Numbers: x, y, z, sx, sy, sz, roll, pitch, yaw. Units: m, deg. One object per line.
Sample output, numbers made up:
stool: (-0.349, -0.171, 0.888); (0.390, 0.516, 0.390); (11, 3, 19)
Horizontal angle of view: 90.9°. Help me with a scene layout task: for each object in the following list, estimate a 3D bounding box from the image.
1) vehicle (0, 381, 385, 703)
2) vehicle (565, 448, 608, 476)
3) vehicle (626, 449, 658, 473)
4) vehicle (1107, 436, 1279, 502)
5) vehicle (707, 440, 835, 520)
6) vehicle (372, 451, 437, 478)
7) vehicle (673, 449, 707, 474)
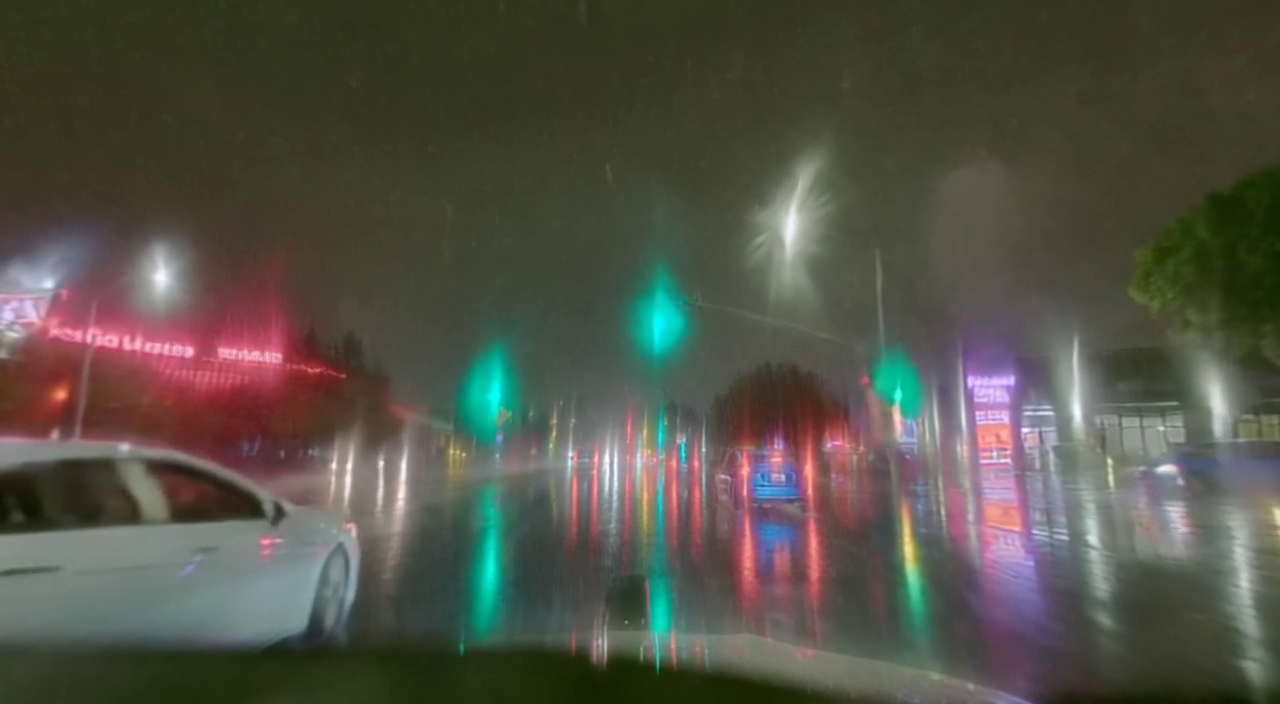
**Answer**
vehicle: (-3.006, 0.968, 2.257); (2.032, 1.639, 5.037); (0, -8, 1)
vehicle: (-3.106, 6.428, 37.113); (2.040, 1.471, 4.211); (-1, -8, 2)
vehicle: (0.093, 7.286, 42.267); (2.070, 1.460, 4.118); (0, -8, -1)
vehicle: (16.092, 3.156, 17.324); (4.637, 1.654, 2.277); (0, -8, -1)
vehicle: (2.769, 2.790, 14.354); (1.946, 1.513, 4.133); (0, -8, -1)
vehicle: (-14.361, 6.855, 38.742); (2.119, 1.477, 4.548); (-1, -8, 1)
vehicle: (3.411, 7.562, 43.749); (1.931, 1.552, 4.125); (0, -8, -1)
